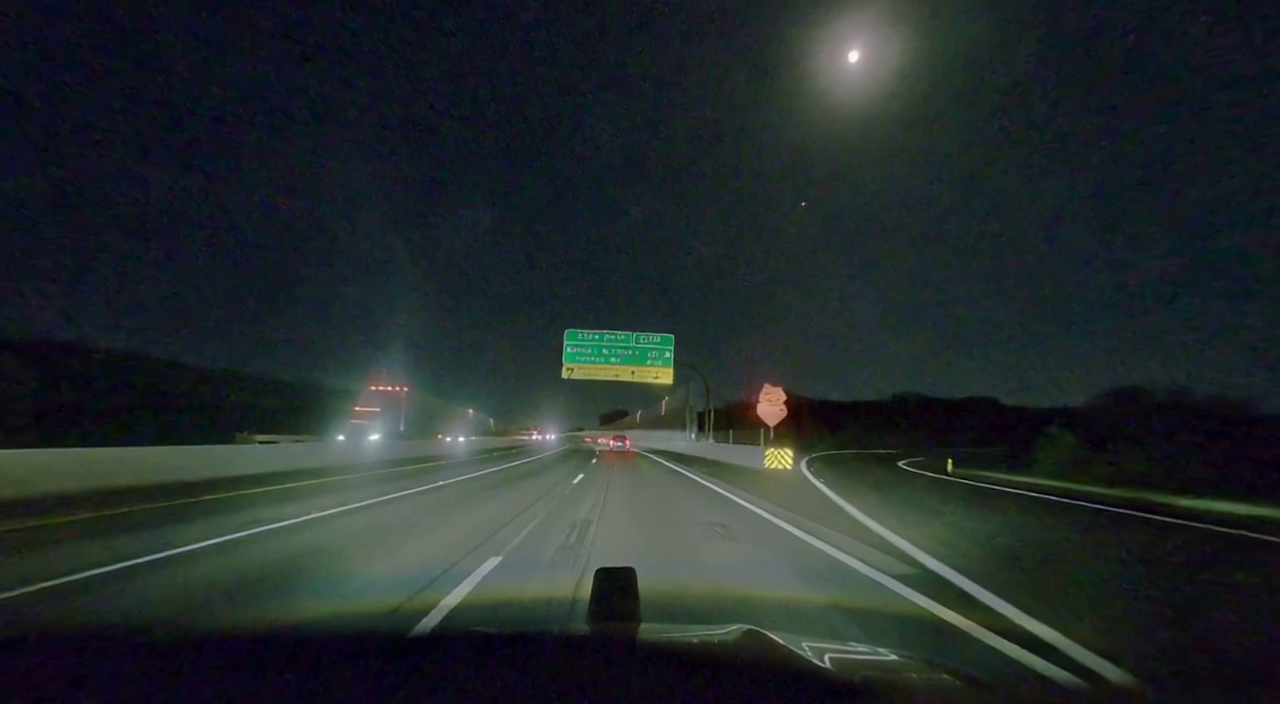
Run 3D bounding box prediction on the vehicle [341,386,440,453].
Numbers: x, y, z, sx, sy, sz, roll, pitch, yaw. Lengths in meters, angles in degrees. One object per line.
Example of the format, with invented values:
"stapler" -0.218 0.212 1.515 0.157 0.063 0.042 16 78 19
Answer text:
"vehicle" -17.886 5.112 46.392 2.953 4.309 11.639 0 -8 -2
